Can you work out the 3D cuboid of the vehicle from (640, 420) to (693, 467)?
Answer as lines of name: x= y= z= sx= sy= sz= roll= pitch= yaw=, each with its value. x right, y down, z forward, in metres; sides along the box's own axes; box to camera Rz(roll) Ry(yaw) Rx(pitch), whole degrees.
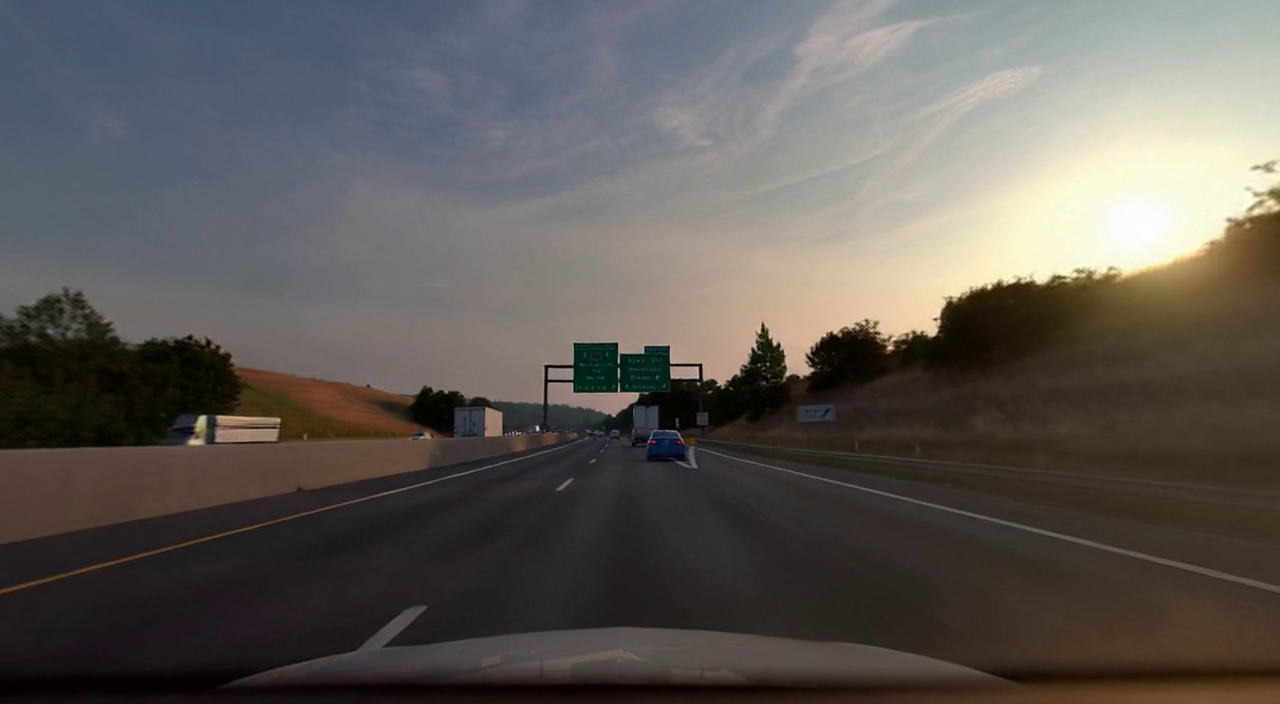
vehicle: x=1.110 y=4.118 z=28.561 sx=2.076 sy=1.914 sz=4.287 roll=0 pitch=-8 yaw=-2
